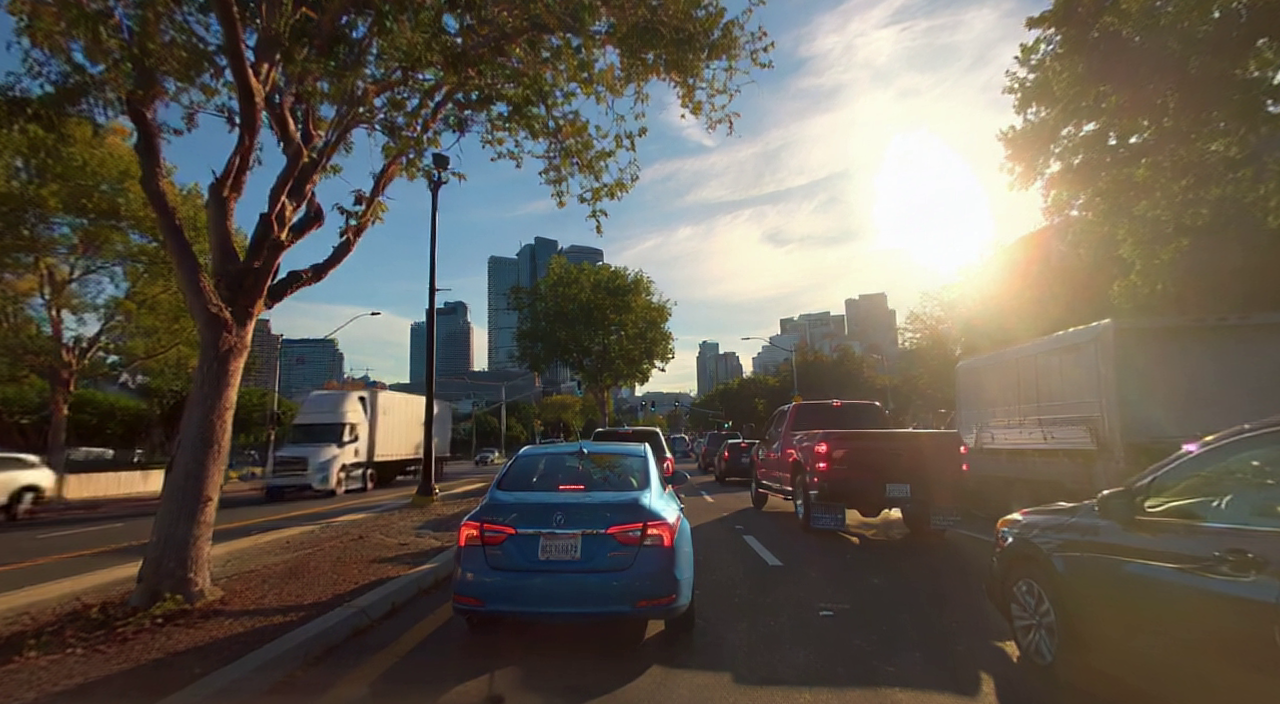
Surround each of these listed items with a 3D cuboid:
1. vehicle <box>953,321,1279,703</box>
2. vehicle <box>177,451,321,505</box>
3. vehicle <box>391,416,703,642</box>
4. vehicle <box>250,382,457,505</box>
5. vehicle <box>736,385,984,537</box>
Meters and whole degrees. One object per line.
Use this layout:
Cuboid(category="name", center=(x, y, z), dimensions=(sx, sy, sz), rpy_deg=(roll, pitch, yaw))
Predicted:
Cuboid(category="vehicle", center=(3.157, 0.751, 2.066), dimensions=(1.982, 1.709, 4.427), rpy_deg=(0, -9, 1))
Cuboid(category="vehicle", center=(-12.614, 4.060, 20.634), dimensions=(2.055, 1.524, 4.074), rpy_deg=(0, -9, 1))
Cuboid(category="vehicle", center=(-0.581, 1.499, 6.327), dimensions=(2.111, 1.506, 4.018), rpy_deg=(0, -9, 2))
Cuboid(category="vehicle", center=(-8.880, 3.059, 21.038), dimensions=(2.931, 3.265, 8.387), rpy_deg=(0, -9, 0))
Cuboid(category="vehicle", center=(3.515, 1.945, 11.689), dimensions=(2.444, 2.098, 5.766), rpy_deg=(0, -8, -1))
